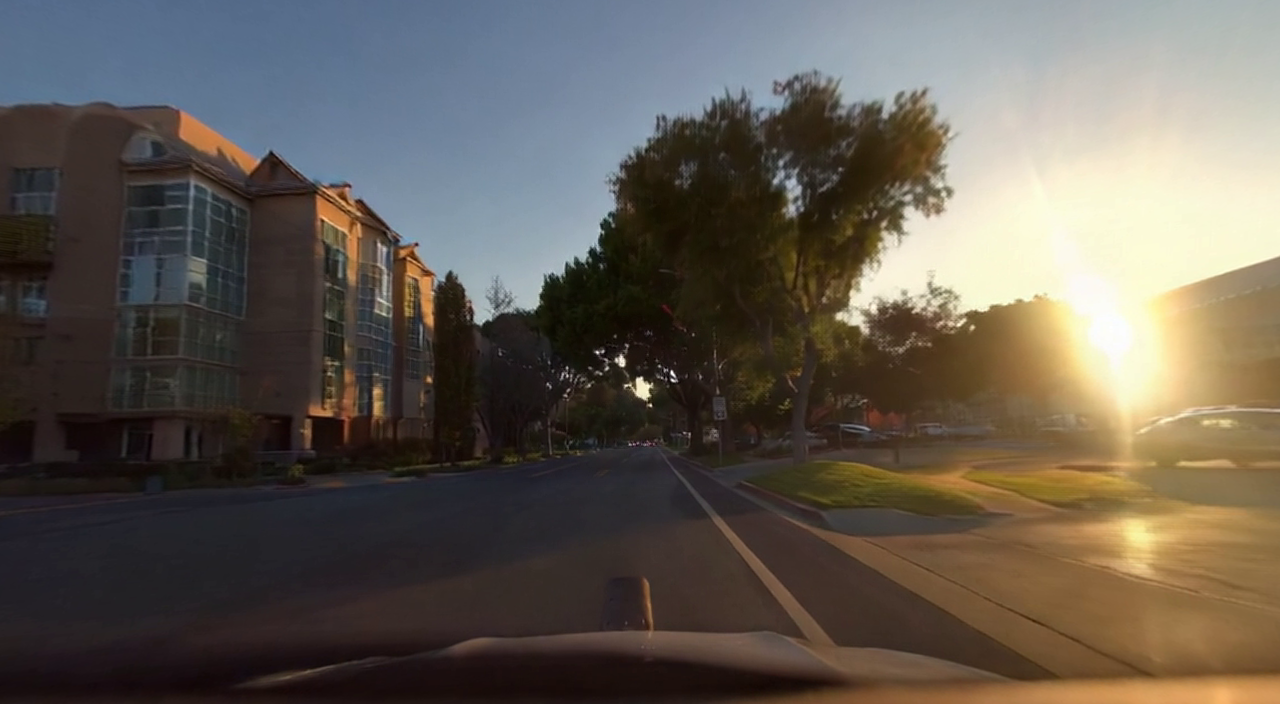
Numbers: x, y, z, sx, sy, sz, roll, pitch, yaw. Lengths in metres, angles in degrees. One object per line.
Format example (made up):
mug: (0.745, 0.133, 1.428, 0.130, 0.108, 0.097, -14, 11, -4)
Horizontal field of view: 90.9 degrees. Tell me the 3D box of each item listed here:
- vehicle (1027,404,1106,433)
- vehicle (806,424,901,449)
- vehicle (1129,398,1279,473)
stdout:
vehicle: (27.244, 4.319, 40.457, 1.850, 1.706, 4.610, 0, -8, 0)
vehicle: (12.773, 5.096, 37.924, 4.955, 1.489, 2.002, 0, -8, 1)
vehicle: (13.702, 1.882, 14.037, 1.927, 1.464, 4.644, 0, -8, 1)
